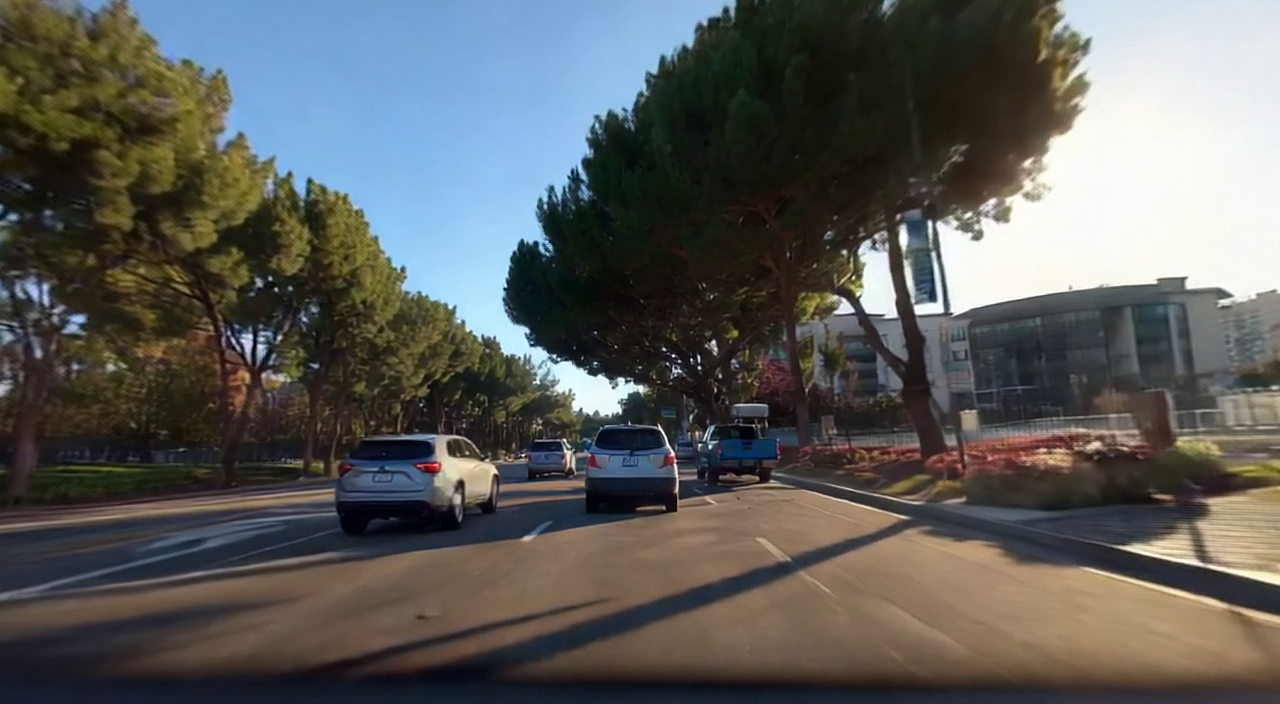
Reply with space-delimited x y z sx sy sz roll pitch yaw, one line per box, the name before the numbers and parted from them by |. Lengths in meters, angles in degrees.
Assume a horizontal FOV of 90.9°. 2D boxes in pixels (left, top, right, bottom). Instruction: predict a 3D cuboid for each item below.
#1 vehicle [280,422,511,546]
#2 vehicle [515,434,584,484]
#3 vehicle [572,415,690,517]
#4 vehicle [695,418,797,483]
vehicle | -3.735 2.095 10.746 1.959 1.614 4.676 0 -8 1
vehicle | -3.216 3.882 23.169 1.894 1.642 3.861 0 -8 1
vehicle | -0.132 2.297 13.117 2.075 1.770 4.018 0 -8 1
vehicle | 3.665 3.613 23.261 2.655 2.054 6.098 0 -8 0
